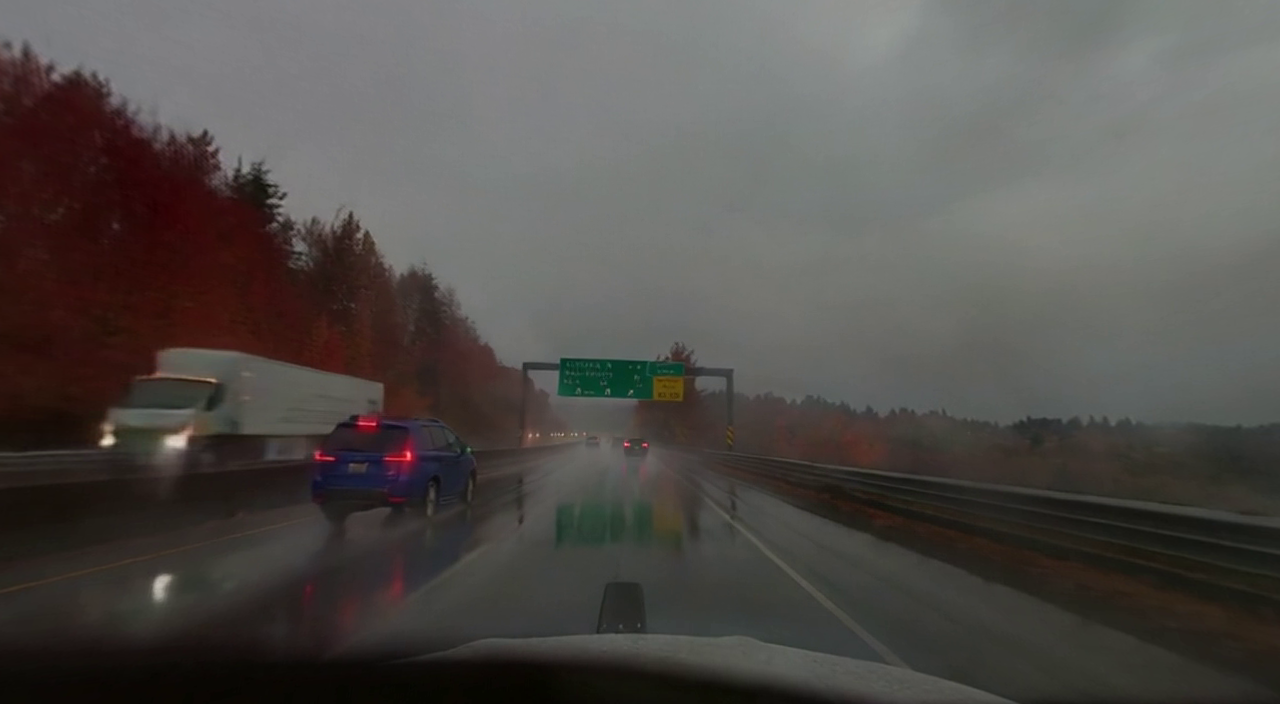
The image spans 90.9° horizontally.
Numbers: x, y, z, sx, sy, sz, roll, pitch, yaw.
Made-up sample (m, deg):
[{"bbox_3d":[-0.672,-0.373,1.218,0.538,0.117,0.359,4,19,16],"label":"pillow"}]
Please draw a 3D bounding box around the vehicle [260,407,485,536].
[{"bbox_3d":[-4.144,1.925,10.666,1.924,1.720,4.195,0,-8,0],"label":"vehicle"}]

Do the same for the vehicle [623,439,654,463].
[{"bbox_3d":[-0.120,6.483,41.413,1.939,1.497,3.863,0,-8,0],"label":"vehicle"}]
